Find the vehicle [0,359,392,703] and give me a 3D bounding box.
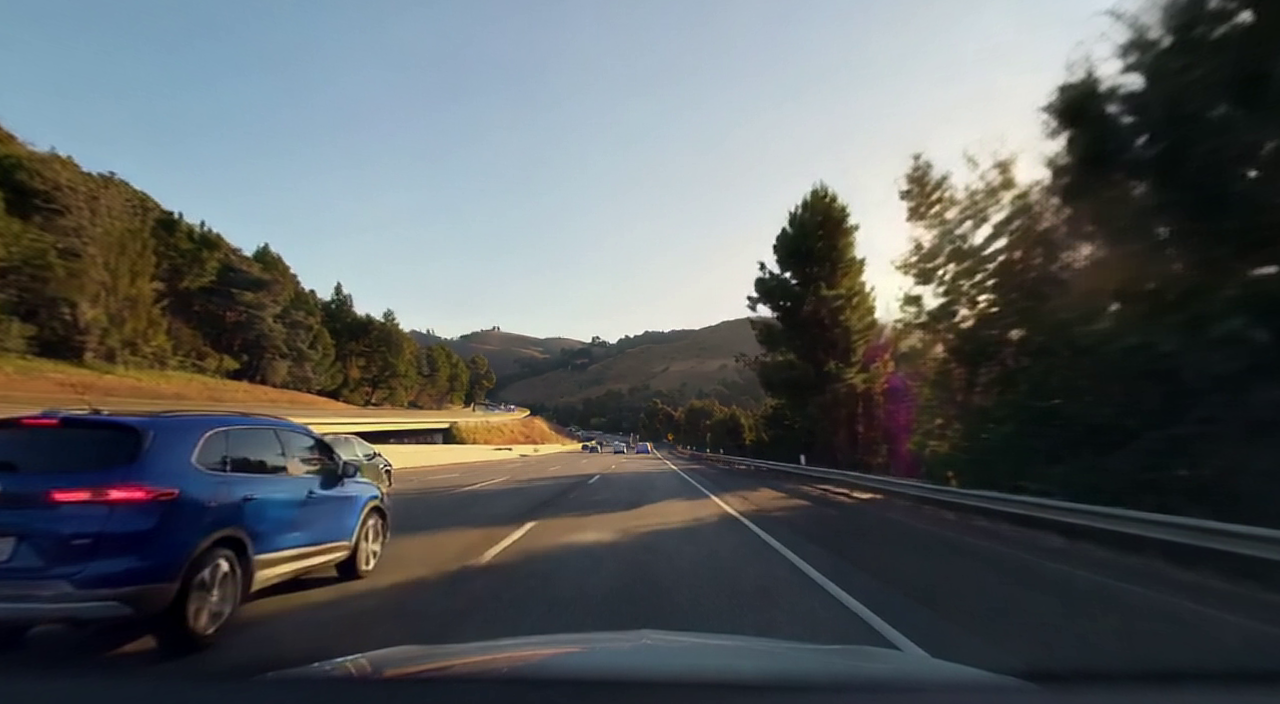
[{"bbox_3d":[-3.552,1.129,4.235,1.983,1.663,4.290,0,-9,0],"label":"vehicle"}]
